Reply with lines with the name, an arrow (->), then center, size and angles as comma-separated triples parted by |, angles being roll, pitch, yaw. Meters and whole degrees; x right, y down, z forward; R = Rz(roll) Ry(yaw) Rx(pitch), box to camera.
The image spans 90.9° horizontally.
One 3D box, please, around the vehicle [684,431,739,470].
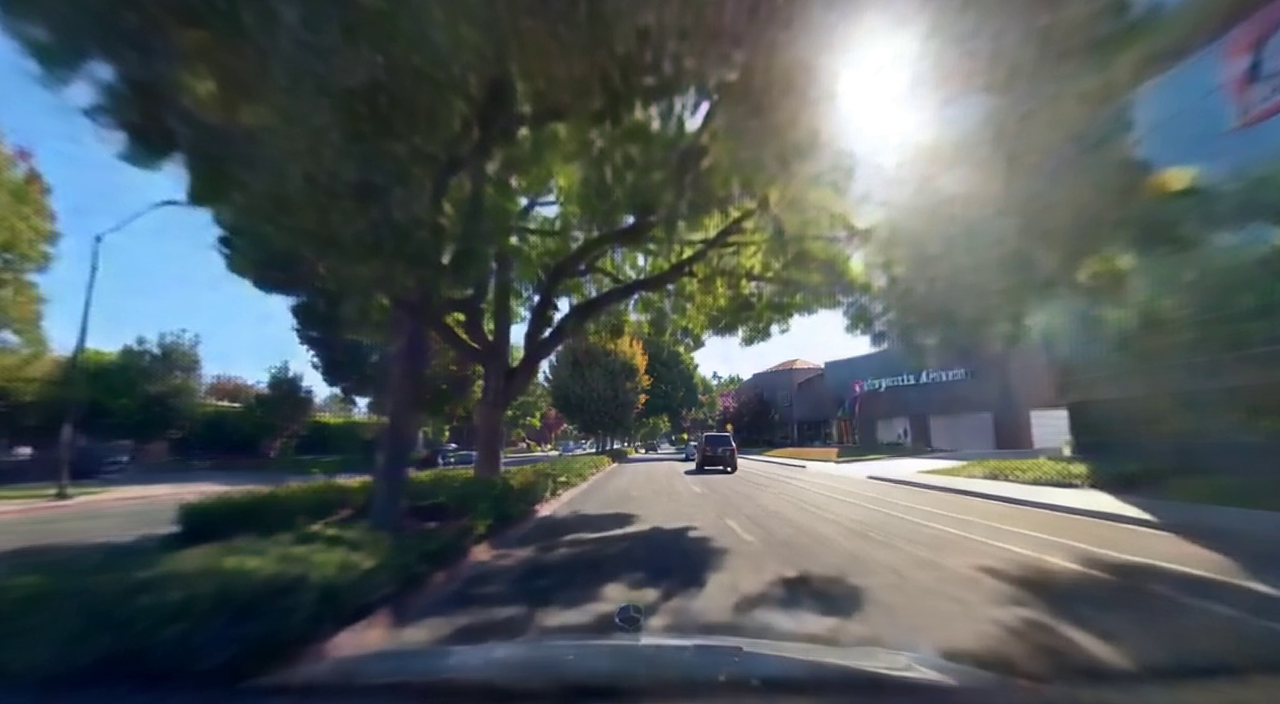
vehicle -> 3.433, 4.846, 31.188 | 2.143, 1.759, 4.378 | 0, -8, -1
